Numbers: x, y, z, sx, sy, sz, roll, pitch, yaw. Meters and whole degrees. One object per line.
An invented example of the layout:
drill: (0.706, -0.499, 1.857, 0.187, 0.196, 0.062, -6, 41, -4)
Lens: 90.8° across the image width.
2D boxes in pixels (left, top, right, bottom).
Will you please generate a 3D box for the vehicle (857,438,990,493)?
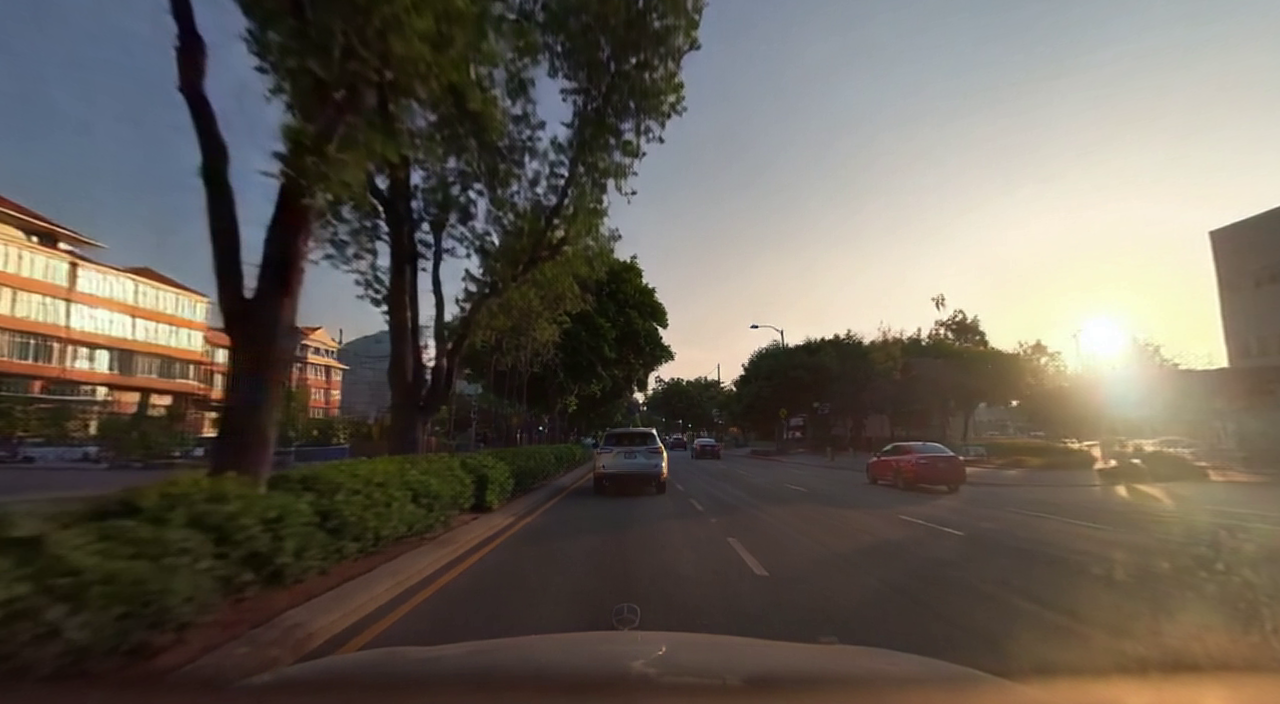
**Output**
vehicle: (8.440, 3.420, 19.356, 2.002, 1.456, 4.631, 0, -9, 1)

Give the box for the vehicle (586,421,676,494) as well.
vehicle: (-0.259, 2.993, 18.163, 2.277, 1.816, 4.192, 0, -9, -1)
